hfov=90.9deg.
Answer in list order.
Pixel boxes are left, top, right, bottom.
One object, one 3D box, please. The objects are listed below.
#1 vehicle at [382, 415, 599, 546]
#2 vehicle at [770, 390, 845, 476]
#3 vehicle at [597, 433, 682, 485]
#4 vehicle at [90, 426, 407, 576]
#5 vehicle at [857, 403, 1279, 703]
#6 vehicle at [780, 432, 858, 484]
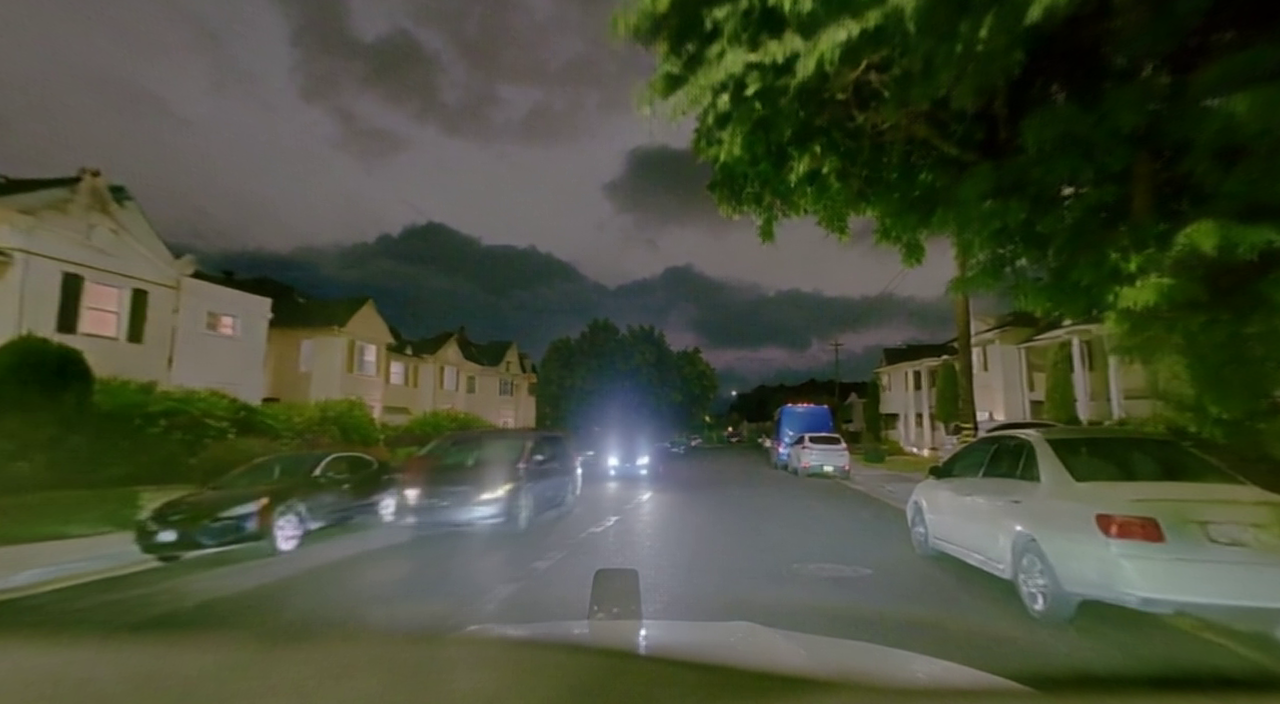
[{"bbox_3d":[-2.134,1.966,10.452,1.959,1.670,4.255,-2,-8,10],"label":"vehicle"},{"bbox_3d":[6.745,3.379,26.154,2.317,3.096,6.383,-1,-8,9],"label":"vehicle"},{"bbox_3d":[0.088,3.401,20.477,1.889,1.505,3.849,-2,-8,13],"label":"vehicle"},{"bbox_3d":[-4.997,1.857,8.791,1.828,1.488,3.785,-3,-6,5],"label":"vehicle"},{"bbox_3d":[3.439,1.326,5.562,2.052,1.499,4.699,-1,-8,9],"label":"vehicle"},{"bbox_3d":[5.748,3.404,20.766,1.955,1.500,4.410,-1,-8,9],"label":"vehicle"}]
